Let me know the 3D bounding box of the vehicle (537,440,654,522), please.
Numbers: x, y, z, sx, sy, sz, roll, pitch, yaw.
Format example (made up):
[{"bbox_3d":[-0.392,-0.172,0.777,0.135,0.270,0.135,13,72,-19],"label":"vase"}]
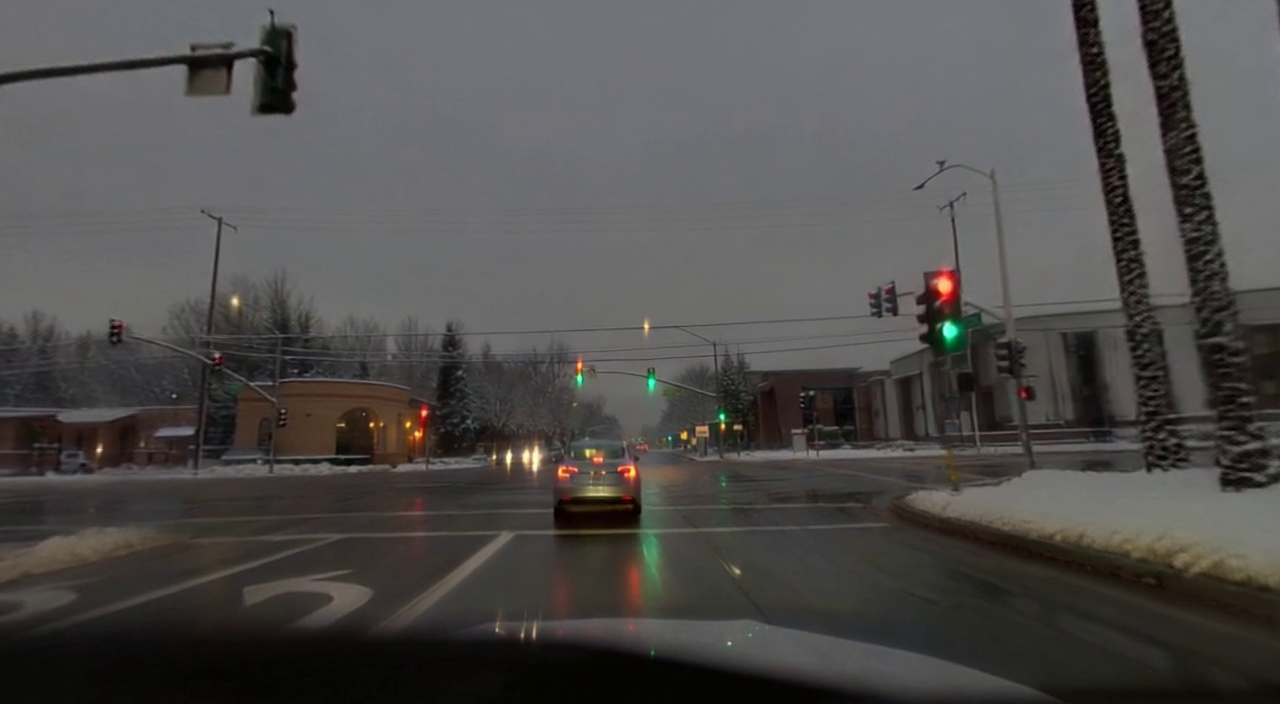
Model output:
[{"bbox_3d":[-0.870,2.680,13.772,2.152,1.478,4.229,0,-8,-2],"label":"vehicle"}]
